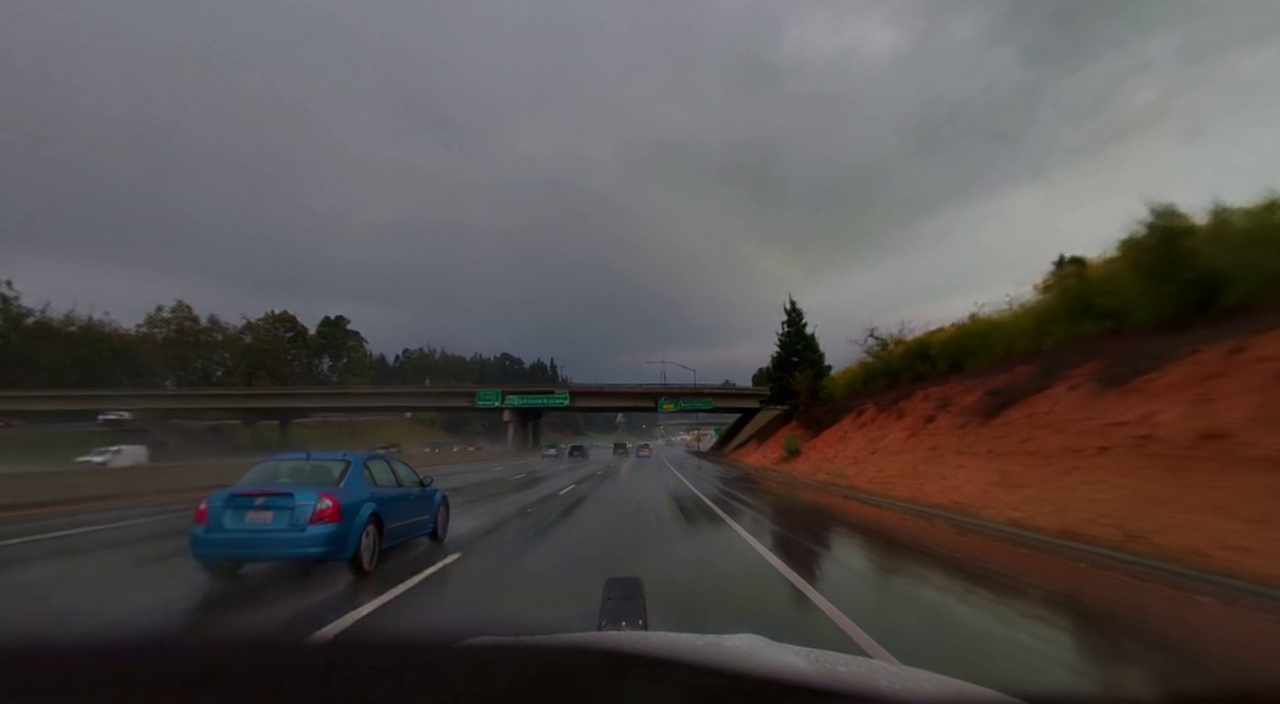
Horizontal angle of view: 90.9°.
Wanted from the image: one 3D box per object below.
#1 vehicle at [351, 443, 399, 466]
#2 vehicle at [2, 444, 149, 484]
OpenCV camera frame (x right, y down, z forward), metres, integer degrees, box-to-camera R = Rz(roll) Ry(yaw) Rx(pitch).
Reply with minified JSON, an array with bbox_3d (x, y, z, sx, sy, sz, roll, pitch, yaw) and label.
[{"bbox_3d":[-16.539,6.408,39.482,1.529,1.390,3.336,0,-8,0],"label":"vehicle"},{"bbox_3d":[-27.968,5.532,31.555,2.679,1.808,5.054,0,-8,-1],"label":"vehicle"}]
